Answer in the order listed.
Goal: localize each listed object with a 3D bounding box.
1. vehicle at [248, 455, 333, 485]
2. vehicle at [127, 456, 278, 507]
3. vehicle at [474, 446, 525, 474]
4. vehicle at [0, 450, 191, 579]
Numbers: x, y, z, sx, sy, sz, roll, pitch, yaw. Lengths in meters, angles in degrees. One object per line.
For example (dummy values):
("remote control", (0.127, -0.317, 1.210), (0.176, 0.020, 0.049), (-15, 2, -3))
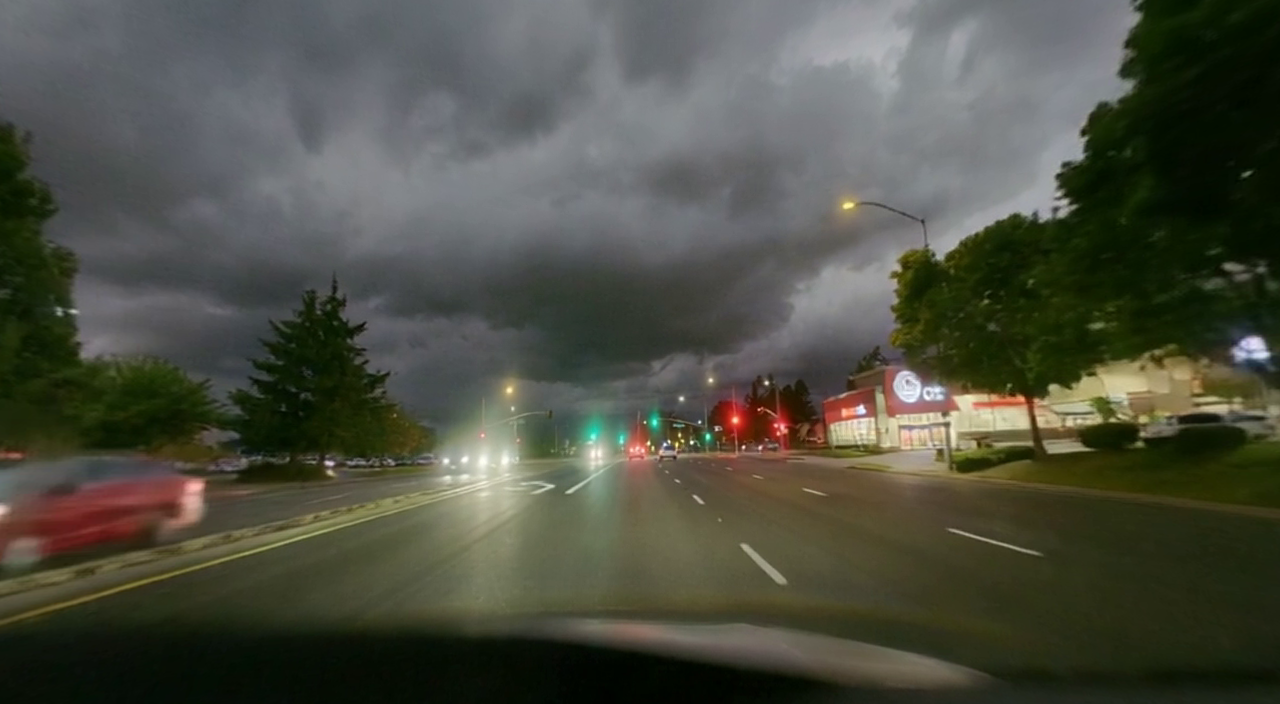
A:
("vehicle", (-22.037, 7.401, 39.927), (4.366, 1.666, 1.952), (6, -11, -36))
("vehicle", (-15.243, 4.503, 22.427), (1.929, 1.497, 4.697), (0, -8, 1))
("vehicle", (-8.396, 6.481, 38.220), (1.958, 1.534, 4.598), (0, -8, 1))
("vehicle", (-8.665, 2.074, 8.372), (2.065, 1.504, 4.593), (0, -8, 0))
